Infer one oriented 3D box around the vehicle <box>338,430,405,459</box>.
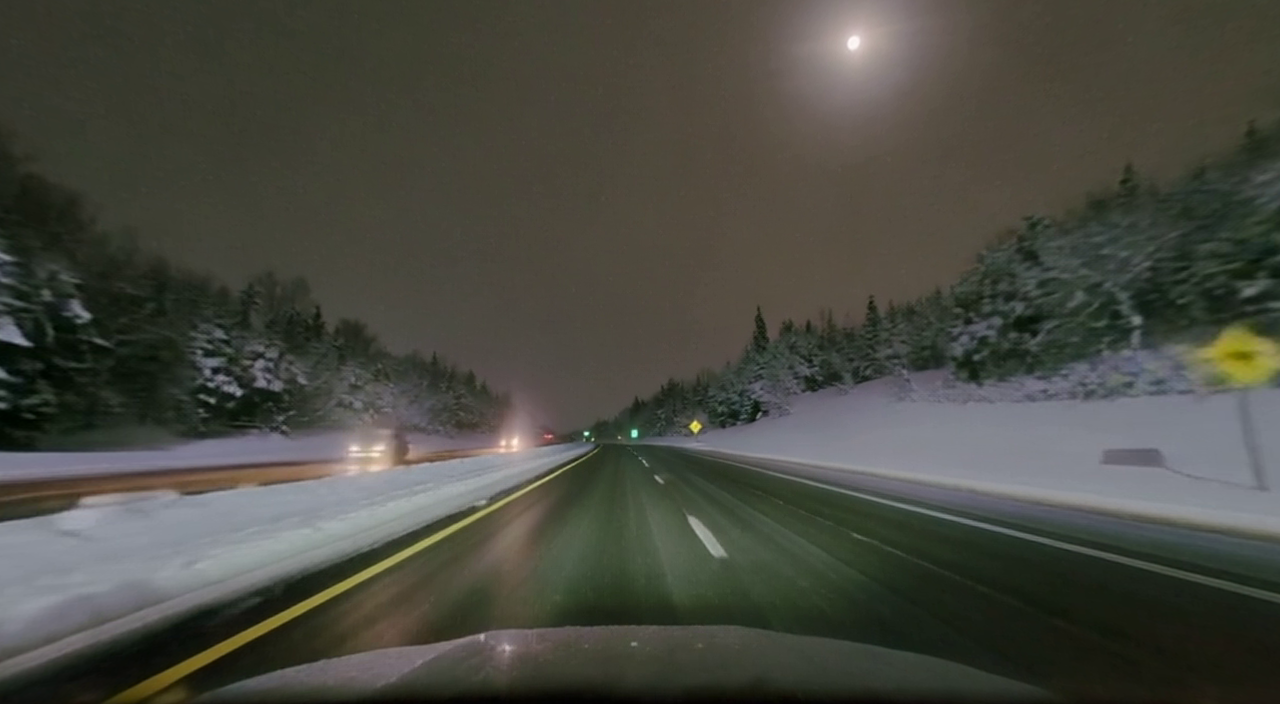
[{"bbox_3d":[-14.795,5.104,34.979,1.833,1.495,4.497,0,-8,-2],"label":"vehicle"}]
